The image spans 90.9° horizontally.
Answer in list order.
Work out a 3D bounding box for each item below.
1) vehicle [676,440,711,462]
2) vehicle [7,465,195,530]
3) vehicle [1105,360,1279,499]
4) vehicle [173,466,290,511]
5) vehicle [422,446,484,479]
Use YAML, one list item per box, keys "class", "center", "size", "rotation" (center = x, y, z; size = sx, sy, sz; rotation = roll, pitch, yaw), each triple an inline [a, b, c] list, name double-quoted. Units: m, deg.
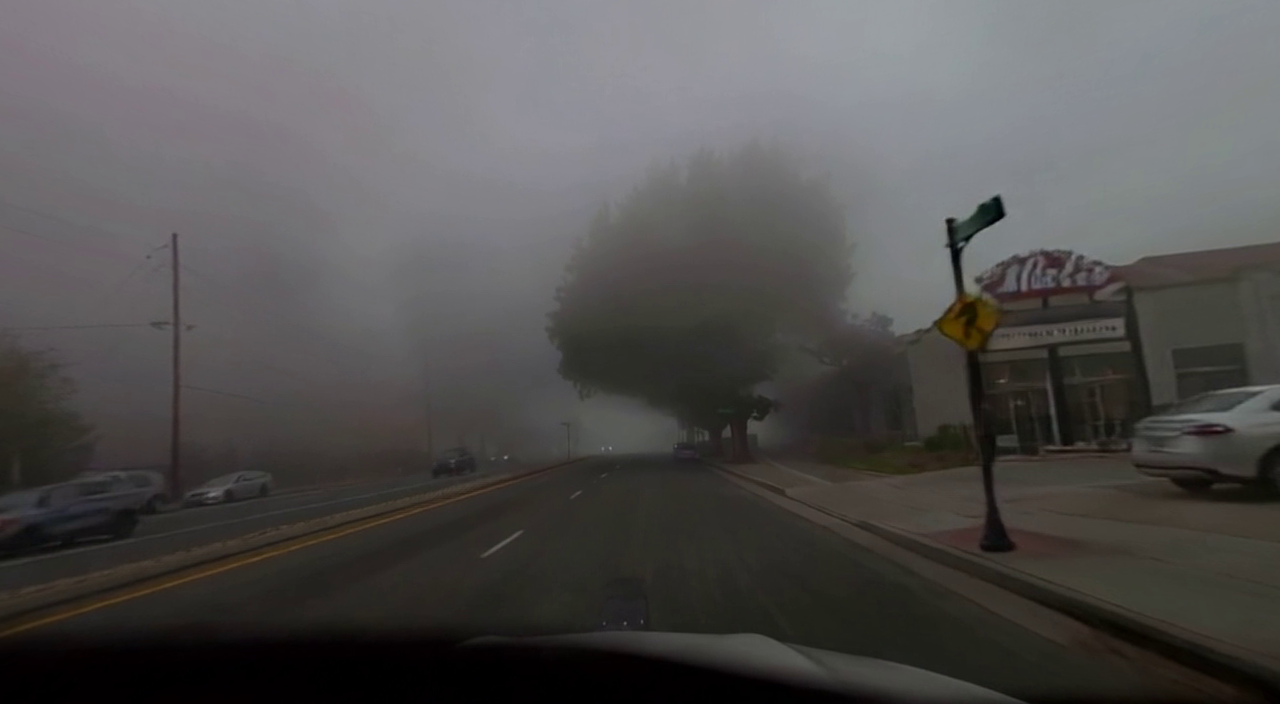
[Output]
- class: "vehicle"
  center: [3.709, 7.005, 44.697]
  size: [2.041, 1.523, 4.281]
  rotation: [0, -8, -1]
- class: "vehicle"
  center: [-17.991, 4.827, 21.474]
  size: [1.882, 1.706, 4.938]
  rotation: [-3, -9, 3]
- class: "vehicle"
  center: [9.916, 1.117, 9.078]
  size: [4.843, 1.748, 1.985]
  rotation: [0, -8, -3]
- class: "vehicle"
  center: [-17.835, 5.953, 27.865]
  size: [1.902, 1.484, 4.908]
  rotation: [-4, -9, 1]
- class: "vehicle"
  center: [-10.983, 6.492, 37.342]
  size: [2.079, 1.812, 4.757]
  rotation: [-1, -8, 2]
